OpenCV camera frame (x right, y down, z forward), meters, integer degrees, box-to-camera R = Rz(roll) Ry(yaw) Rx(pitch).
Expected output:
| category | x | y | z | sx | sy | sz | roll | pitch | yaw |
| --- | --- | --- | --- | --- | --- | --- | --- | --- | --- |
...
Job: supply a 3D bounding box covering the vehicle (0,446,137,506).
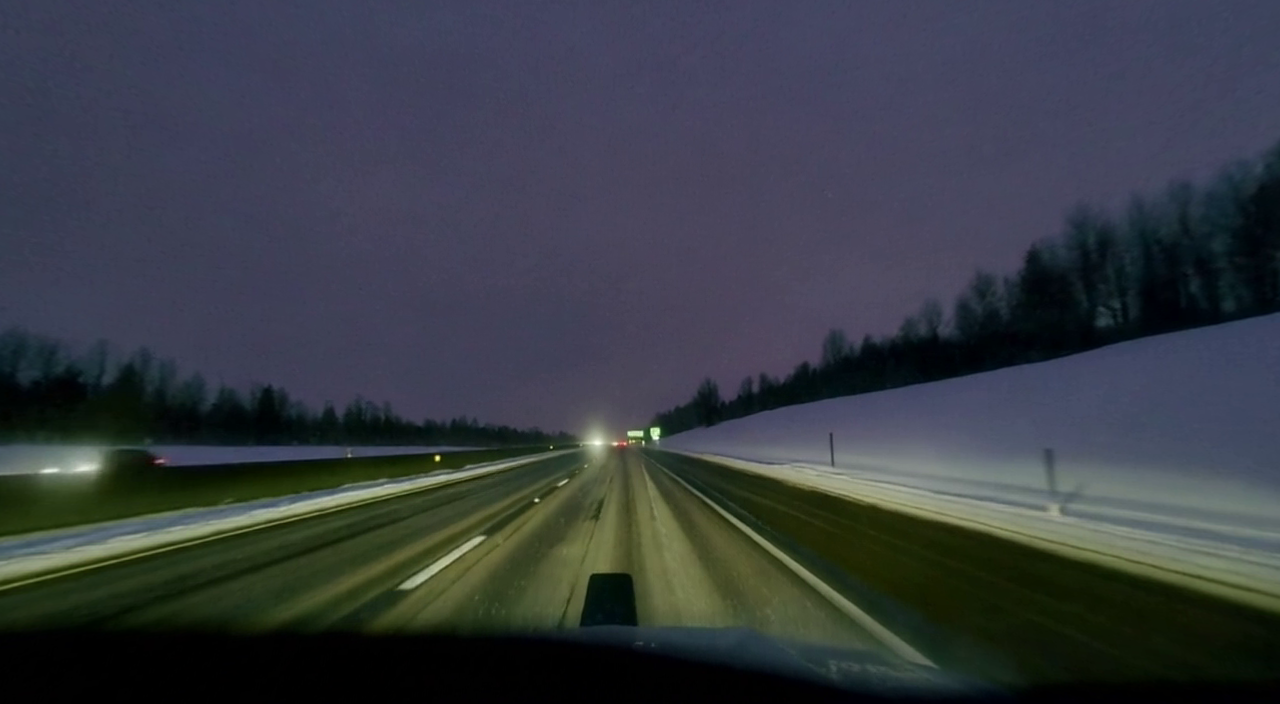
| category | x | y | z | sx | sy | sz | roll | pitch | yaw |
| --- | --- | --- | --- | --- | --- | --- | --- | --- | --- |
| vehicle | -17.825 | 3.642 | 18.992 | 1.950 | 1.558 | 4.121 | 0 | -8 | -2 |
